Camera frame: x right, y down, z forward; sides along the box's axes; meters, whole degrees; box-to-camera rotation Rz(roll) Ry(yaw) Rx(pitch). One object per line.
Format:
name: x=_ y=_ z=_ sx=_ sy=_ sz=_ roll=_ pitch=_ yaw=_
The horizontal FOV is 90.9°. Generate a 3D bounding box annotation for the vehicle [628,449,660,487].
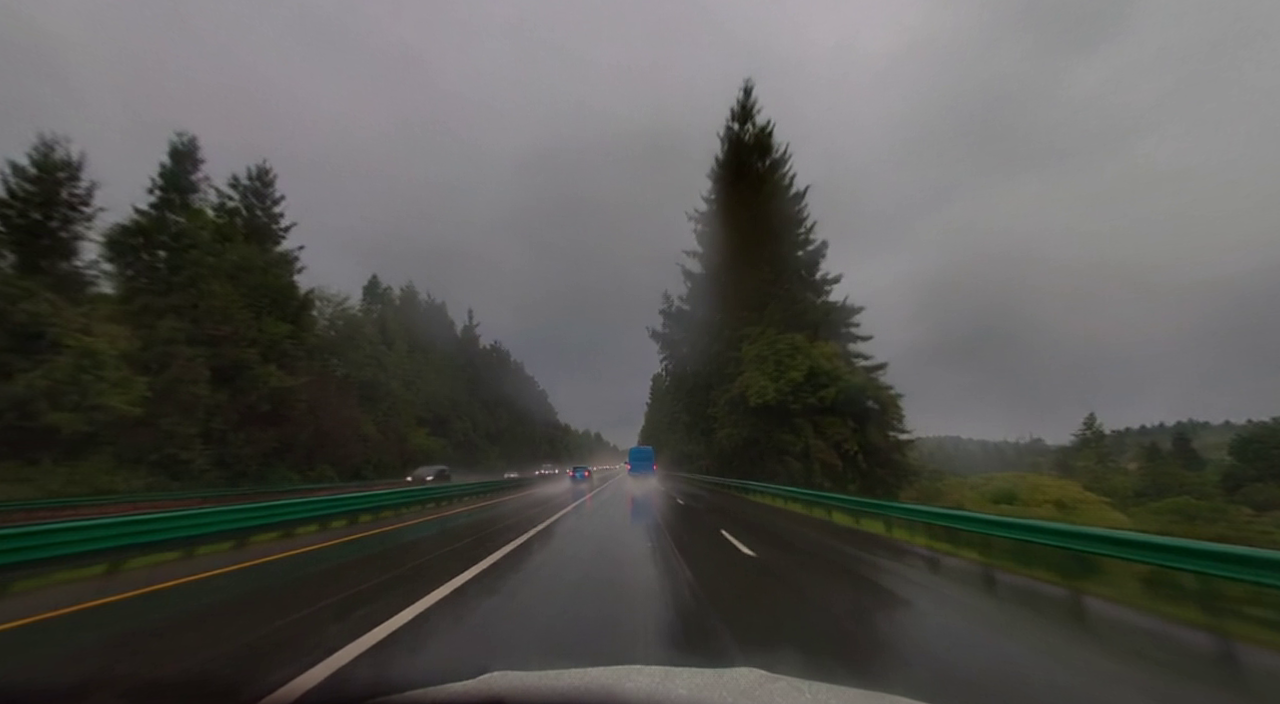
vehicle: x=0.256 y=9.090 z=49.271 sx=2.382 sy=2.752 sz=5.333 roll=1 pitch=-11 yaw=-1

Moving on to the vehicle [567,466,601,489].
vehicle: x=-3.876 y=8.814 z=44.428 sx=2.038 sy=1.490 sz=4.391 roll=1 pitch=-11 yaw=-1
